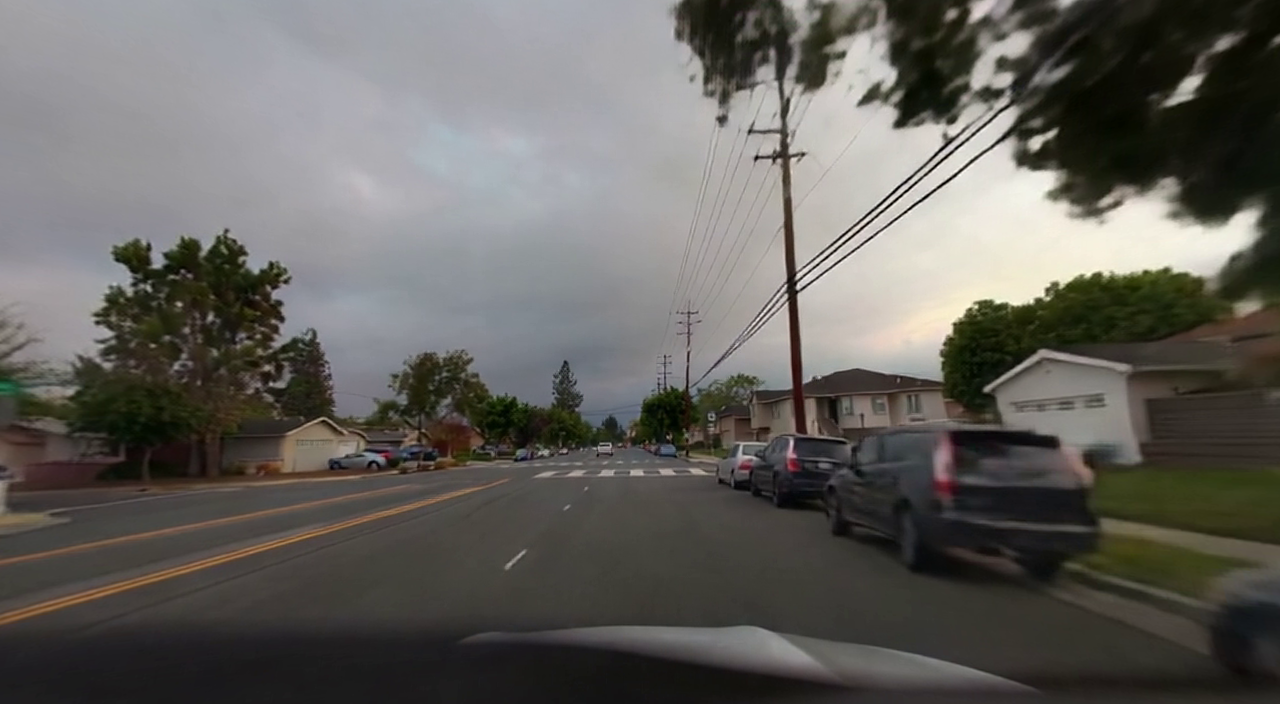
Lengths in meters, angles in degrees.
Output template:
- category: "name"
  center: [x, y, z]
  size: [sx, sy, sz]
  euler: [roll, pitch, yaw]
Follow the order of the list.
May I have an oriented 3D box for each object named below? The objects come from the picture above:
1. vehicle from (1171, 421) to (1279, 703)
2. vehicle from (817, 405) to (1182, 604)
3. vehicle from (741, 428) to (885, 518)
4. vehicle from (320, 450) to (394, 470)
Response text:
- category: "vehicle"
  center: [3.796, 0.771, 0.922]
  size: [1.865, 1.477, 4.741]
  euler: [0, -8, -1]
- category: "vehicle"
  center: [3.750, 1.641, 7.671]
  size: [1.852, 1.715, 4.110]
  euler: [0, -9, -2]
- category: "vehicle"
  center: [3.687, 2.657, 14.409]
  size: [1.948, 1.713, 4.479]
  euler: [0, -8, -1]
- category: "vehicle"
  center: [-21.895, 8.357, 48.934]
  size: [4.728, 1.536, 2.006]
  euler: [0, -8, 0]
